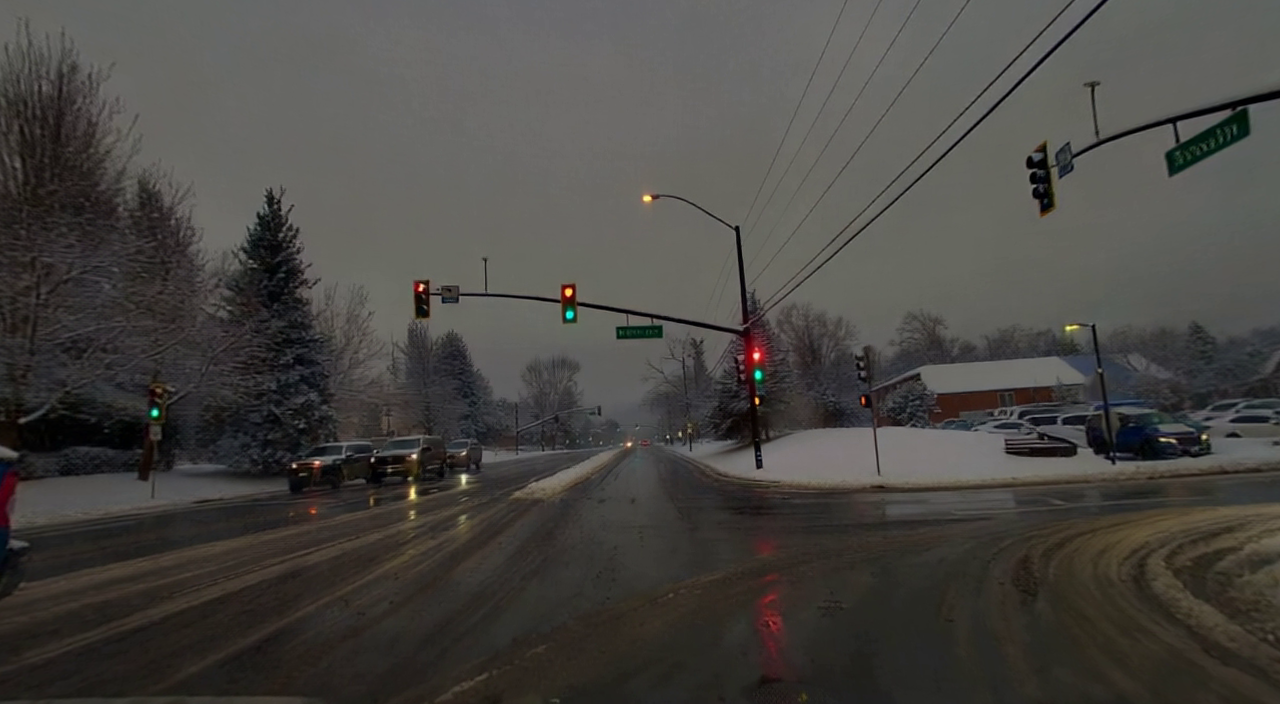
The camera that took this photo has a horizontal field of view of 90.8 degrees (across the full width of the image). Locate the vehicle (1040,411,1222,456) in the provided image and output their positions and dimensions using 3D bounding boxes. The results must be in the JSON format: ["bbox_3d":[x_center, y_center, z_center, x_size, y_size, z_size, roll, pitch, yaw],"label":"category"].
[{"bbox_3d":[16.942,2.902,22.117,4.560,1.453,1.851,-3,-9,18],"label":"vehicle"}]

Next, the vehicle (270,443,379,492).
[{"bbox_3d":[-13.783,5.066,28.060,2.306,1.957,4.968,0,-9,-1],"label":"vehicle"}]

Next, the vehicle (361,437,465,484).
[{"bbox_3d":[-10.162,4.925,28.983,2.664,1.940,5.702,0,-9,0],"label":"vehicle"}]
